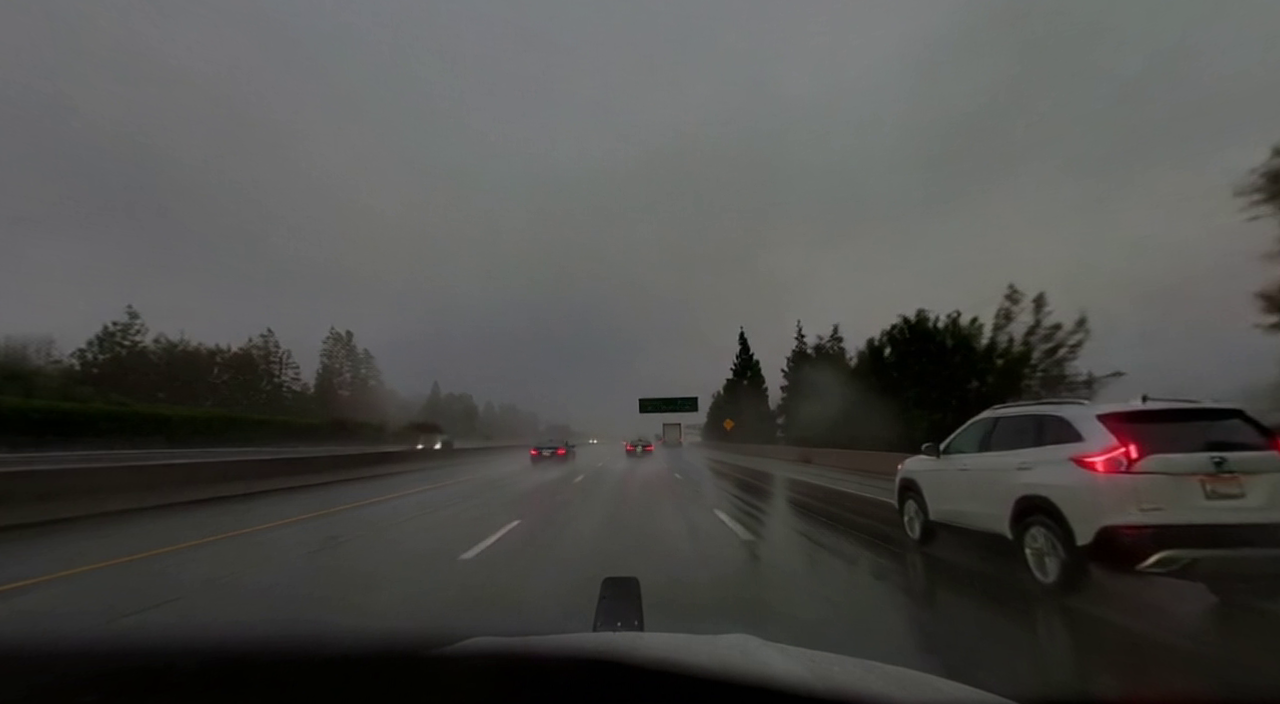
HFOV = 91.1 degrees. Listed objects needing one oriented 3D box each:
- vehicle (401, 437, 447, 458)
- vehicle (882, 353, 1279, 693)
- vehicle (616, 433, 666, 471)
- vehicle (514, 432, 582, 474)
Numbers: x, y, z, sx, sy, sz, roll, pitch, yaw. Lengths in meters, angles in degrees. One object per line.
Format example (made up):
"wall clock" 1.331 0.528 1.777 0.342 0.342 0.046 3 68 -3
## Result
"vehicle" -16.327 7.270 47.733 1.891 1.498 4.614 0 -8 0
"vehicle" 4.009 1.151 5.391 2.025 1.707 4.279 0 -8 -2
"vehicle" 0.040 4.457 28.177 2.049 1.542 3.816 0 -8 0
"vehicle" -3.701 4.151 26.007 2.066 1.561 4.495 0 -8 1
